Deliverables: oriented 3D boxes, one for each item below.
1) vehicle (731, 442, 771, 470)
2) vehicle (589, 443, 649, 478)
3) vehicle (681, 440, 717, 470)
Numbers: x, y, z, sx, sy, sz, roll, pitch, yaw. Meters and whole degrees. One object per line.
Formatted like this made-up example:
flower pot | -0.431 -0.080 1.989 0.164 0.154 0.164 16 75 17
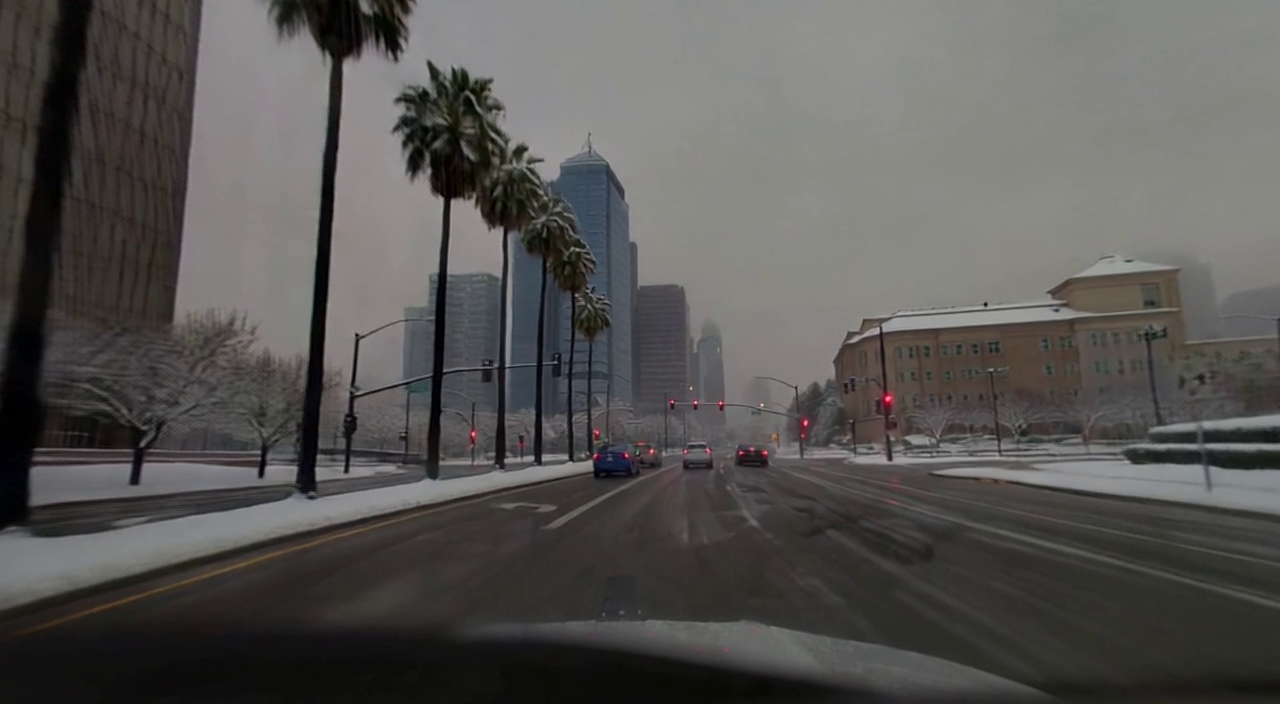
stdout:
vehicle | 6.449 6.079 37.012 1.936 1.567 3.896 -1 -9 4
vehicle | -0.866 4.921 28.962 1.962 1.480 4.605 -1 -9 8
vehicle | 3.694 6.316 38.951 2.060 1.730 4.257 -1 -9 7
